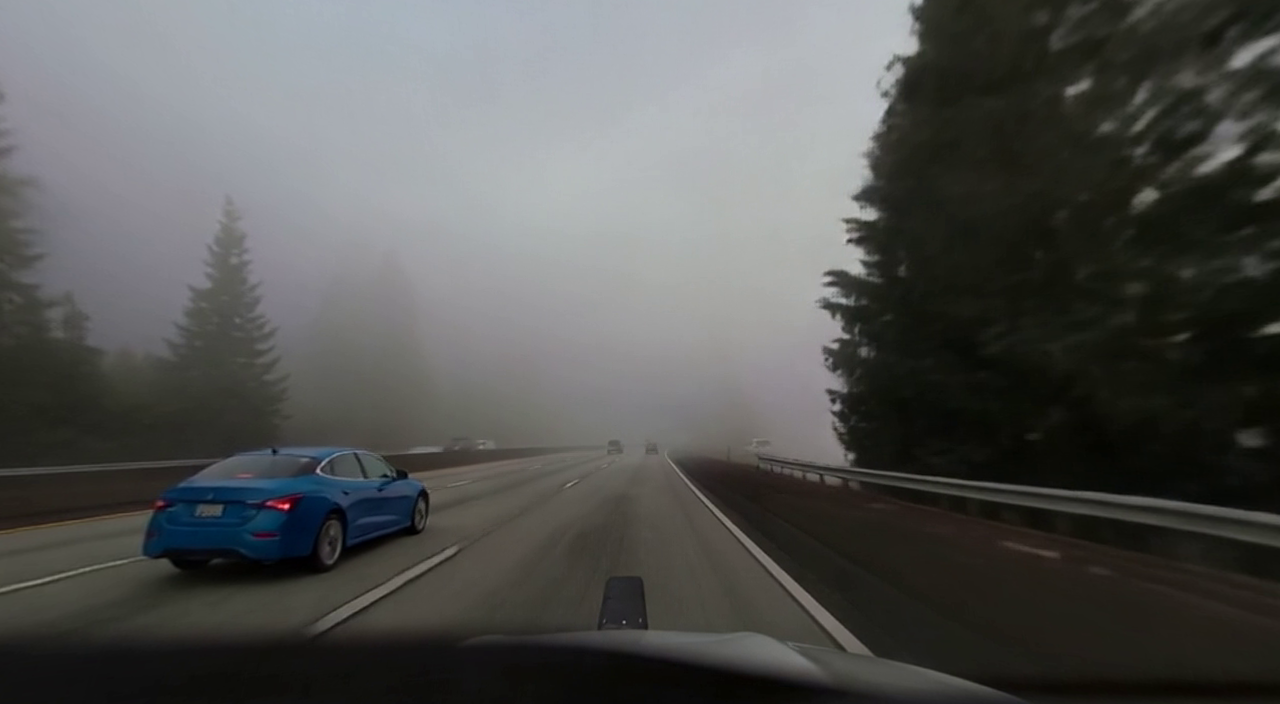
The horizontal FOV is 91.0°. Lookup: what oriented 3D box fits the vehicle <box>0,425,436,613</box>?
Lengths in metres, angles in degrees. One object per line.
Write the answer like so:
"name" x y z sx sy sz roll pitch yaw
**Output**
"vehicle" -4.139 1.644 7.250 1.996 1.454 4.495 0 -8 1
